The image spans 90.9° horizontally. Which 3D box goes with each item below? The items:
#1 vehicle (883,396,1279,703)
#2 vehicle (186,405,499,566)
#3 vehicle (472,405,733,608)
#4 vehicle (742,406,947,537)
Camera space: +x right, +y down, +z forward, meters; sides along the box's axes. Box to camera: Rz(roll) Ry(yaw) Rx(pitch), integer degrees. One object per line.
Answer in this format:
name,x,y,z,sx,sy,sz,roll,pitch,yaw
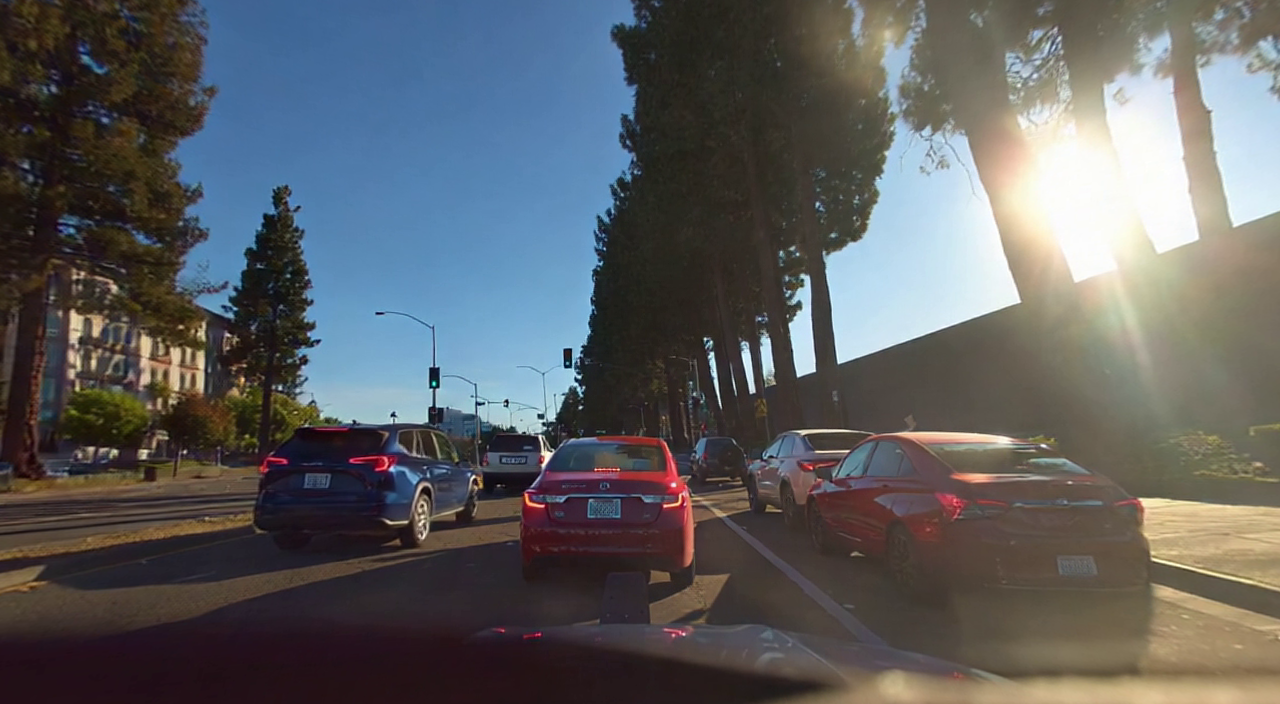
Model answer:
vehicle,3.244,1.070,3.397,2.045,1.459,4.462,0,-8,-1
vehicle,-3.750,1.788,9.248,2.141,1.718,4.809,0,-8,1
vehicle,-0.352,1.585,7.420,2.114,1.631,4.459,0,-8,-1
vehicle,3.342,2.084,11.537,2.117,1.879,4.715,0,-8,-1
